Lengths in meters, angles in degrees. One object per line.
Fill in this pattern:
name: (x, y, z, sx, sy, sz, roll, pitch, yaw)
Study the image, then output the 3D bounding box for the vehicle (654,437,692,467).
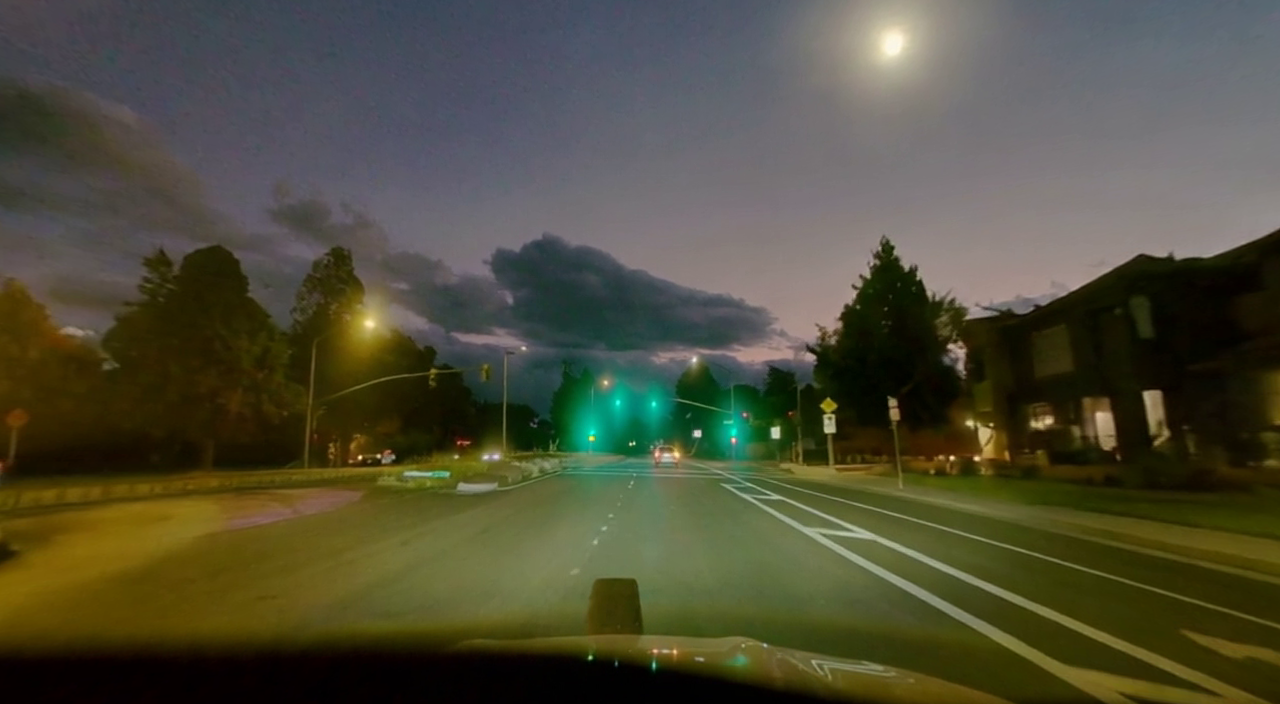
vehicle: (2.148, 6.726, 42.510, 2.273, 1.851, 5.075, 0, -9, 0)
